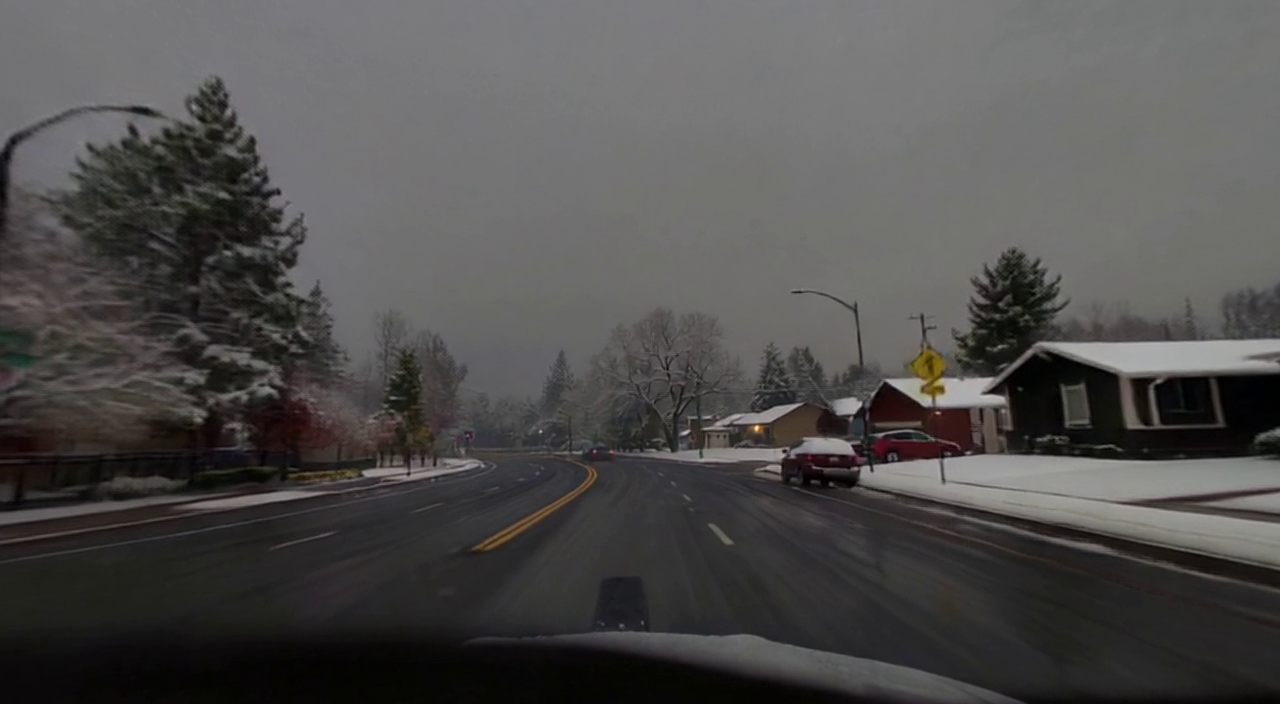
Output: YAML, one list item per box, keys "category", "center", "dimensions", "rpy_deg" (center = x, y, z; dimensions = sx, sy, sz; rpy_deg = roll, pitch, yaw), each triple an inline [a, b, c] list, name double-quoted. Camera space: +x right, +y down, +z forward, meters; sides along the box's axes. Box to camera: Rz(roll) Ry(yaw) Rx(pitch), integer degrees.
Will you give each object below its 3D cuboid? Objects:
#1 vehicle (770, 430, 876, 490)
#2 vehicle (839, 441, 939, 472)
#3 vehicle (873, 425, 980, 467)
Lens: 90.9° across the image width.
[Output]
- category: "vehicle"
  center: [6.752, 4.075, 24.218]
  dimensions: [2.348, 1.986, 6.289]
  rpy_deg: [-1, -9, 2]
- category: "vehicle"
  center: [12.448, 5.236, 31.537]
  dimensions: [4.508, 1.462, 1.721]
  rpy_deg: [3, -10, -17]
- category: "vehicle"
  center: [15.838, 5.180, 35.235]
  dimensions: [2.205, 1.995, 5.543]
  rpy_deg: [-1, -7, -16]
